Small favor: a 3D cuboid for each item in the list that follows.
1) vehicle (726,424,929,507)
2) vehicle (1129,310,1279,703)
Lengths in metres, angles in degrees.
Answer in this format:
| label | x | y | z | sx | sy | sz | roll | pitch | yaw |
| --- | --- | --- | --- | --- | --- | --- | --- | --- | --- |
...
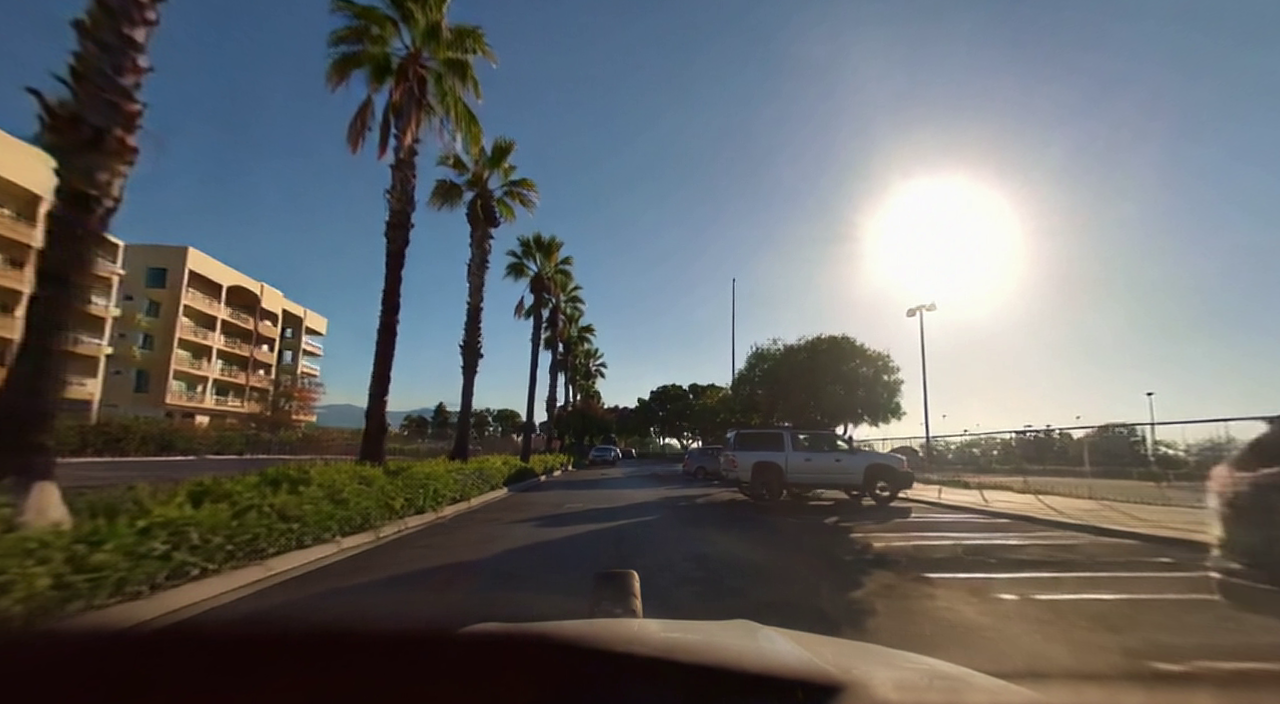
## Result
| label | x | y | z | sx | sy | sz | roll | pitch | yaw |
| --- | --- | --- | --- | --- | --- | --- | --- | --- | --- |
| vehicle | 4.660 | 2.892 | 16.205 | 4.609 | 1.734 | 1.909 | 3 | -9 | 0 |
| vehicle | 5.351 | 0.803 | 2.745 | 4.691 | 1.877 | 1.959 | 2 | -9 | 4 |
